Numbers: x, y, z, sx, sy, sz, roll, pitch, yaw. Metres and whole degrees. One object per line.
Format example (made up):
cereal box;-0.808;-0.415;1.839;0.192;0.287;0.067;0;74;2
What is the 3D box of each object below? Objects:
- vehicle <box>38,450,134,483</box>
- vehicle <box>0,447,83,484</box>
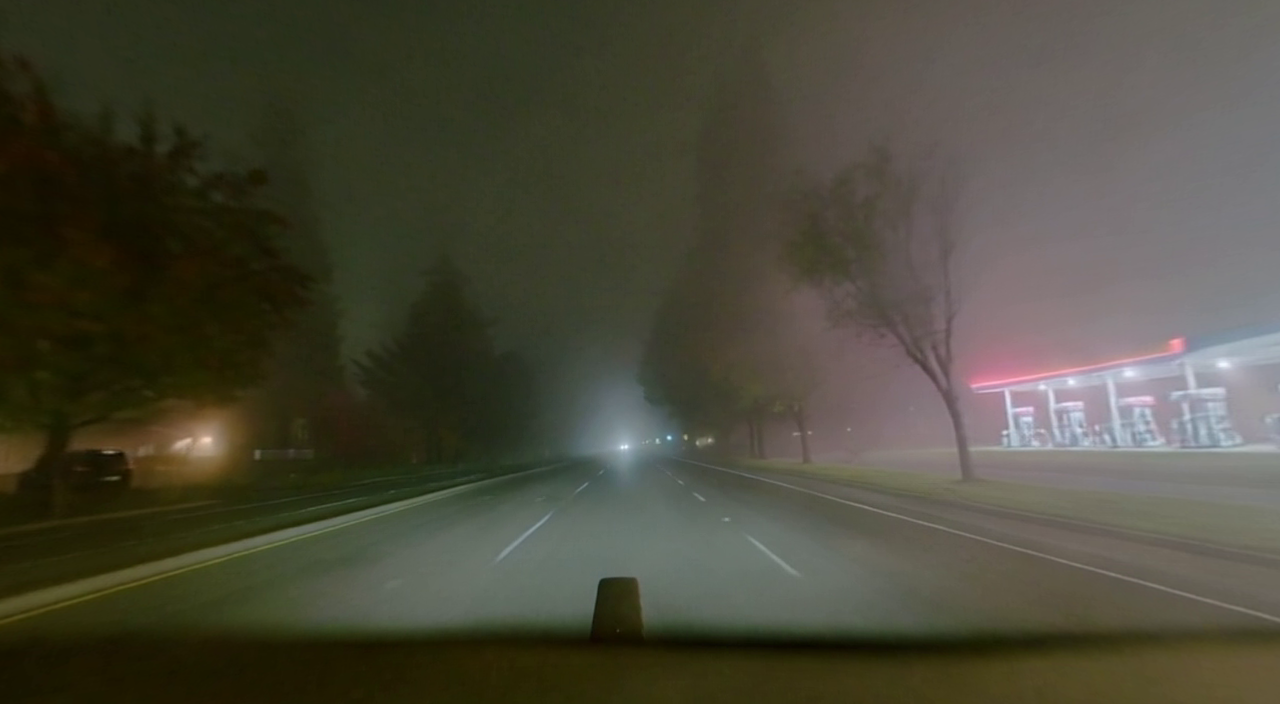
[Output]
vehicle;-30.198;6.228;34.620;1.881;1.444;4.046;-3;-7;-5
vehicle;-32.982;5.966;33.662;2.186;1.811;4.848;0;-9;-1
